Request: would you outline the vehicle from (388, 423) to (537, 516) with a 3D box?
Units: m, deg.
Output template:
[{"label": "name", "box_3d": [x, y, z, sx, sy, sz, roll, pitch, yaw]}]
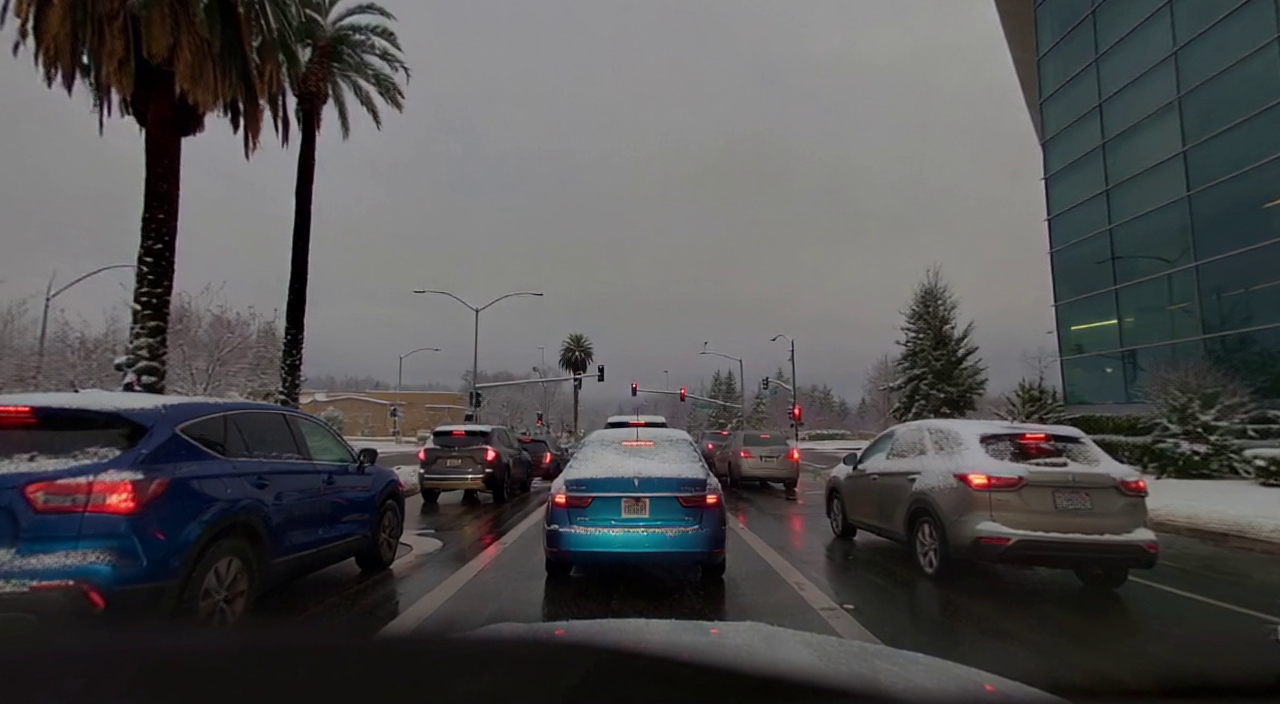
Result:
[{"label": "vehicle", "box_3d": [-3.462, 2.360, 13.075, 1.917, 1.631, 3.768, 0, -8, 1]}]

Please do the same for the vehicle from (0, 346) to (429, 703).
[{"label": "vehicle", "box_3d": [-3.534, 1.168, 5.309, 2.014, 1.775, 4.404, 0, -8, -1]}]

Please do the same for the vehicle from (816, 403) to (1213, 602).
[{"label": "vehicle", "box_3d": [3.840, 1.620, 7.686, 2.064, 1.696, 4.431, 0, -8, 0]}]

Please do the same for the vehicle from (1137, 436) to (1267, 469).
[{"label": "vehicle", "box_3d": [25.453, 4.553, 28.649, 4.014, 1.417, 1.777, -1, -8, 5]}]

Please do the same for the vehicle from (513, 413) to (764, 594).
[{"label": "vehicle", "box_3d": [-0.053, 1.664, 7.819, 2.219, 1.586, 4.321, 0, -8, -1]}]
